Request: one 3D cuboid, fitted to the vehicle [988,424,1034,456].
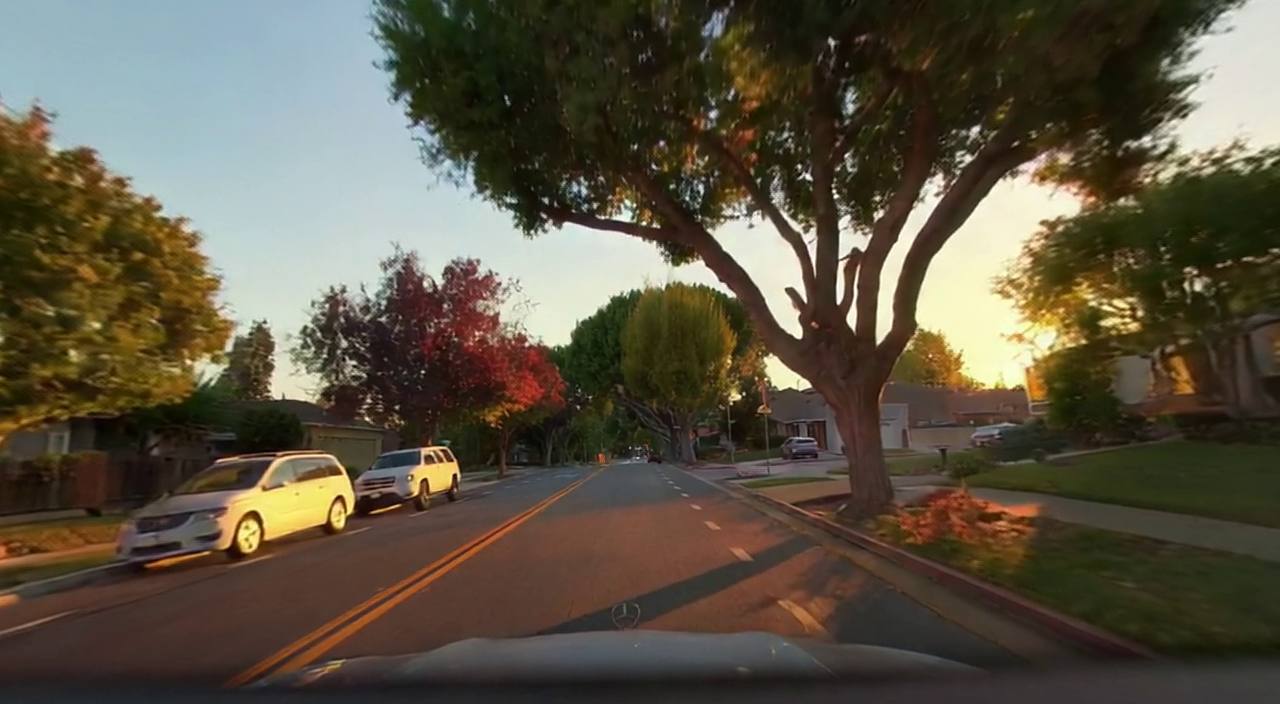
[{"bbox_3d":[21.687,5.163,37.066,1.956,1.632,3.922,-9,-11,27],"label":"vehicle"}]

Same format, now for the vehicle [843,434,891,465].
[{"bbox_3d":[13.690,5.862,37.912,1.860,1.697,4.292,-5,-10,30],"label":"vehicle"}]

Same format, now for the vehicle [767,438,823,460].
[{"bbox_3d":[9.260,5.855,38.106,1.922,1.263,4.664,0,-9,-3],"label":"vehicle"}]

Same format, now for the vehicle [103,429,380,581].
[{"bbox_3d":[-6.967,2.699,11.867,2.173,2.020,4.770,-6,-10,-1],"label":"vehicle"}]

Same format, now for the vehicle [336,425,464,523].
[{"bbox_3d":[-6.872,3.523,18.601,2.057,2.317,4.386,-6,-10,-1],"label":"vehicle"}]
